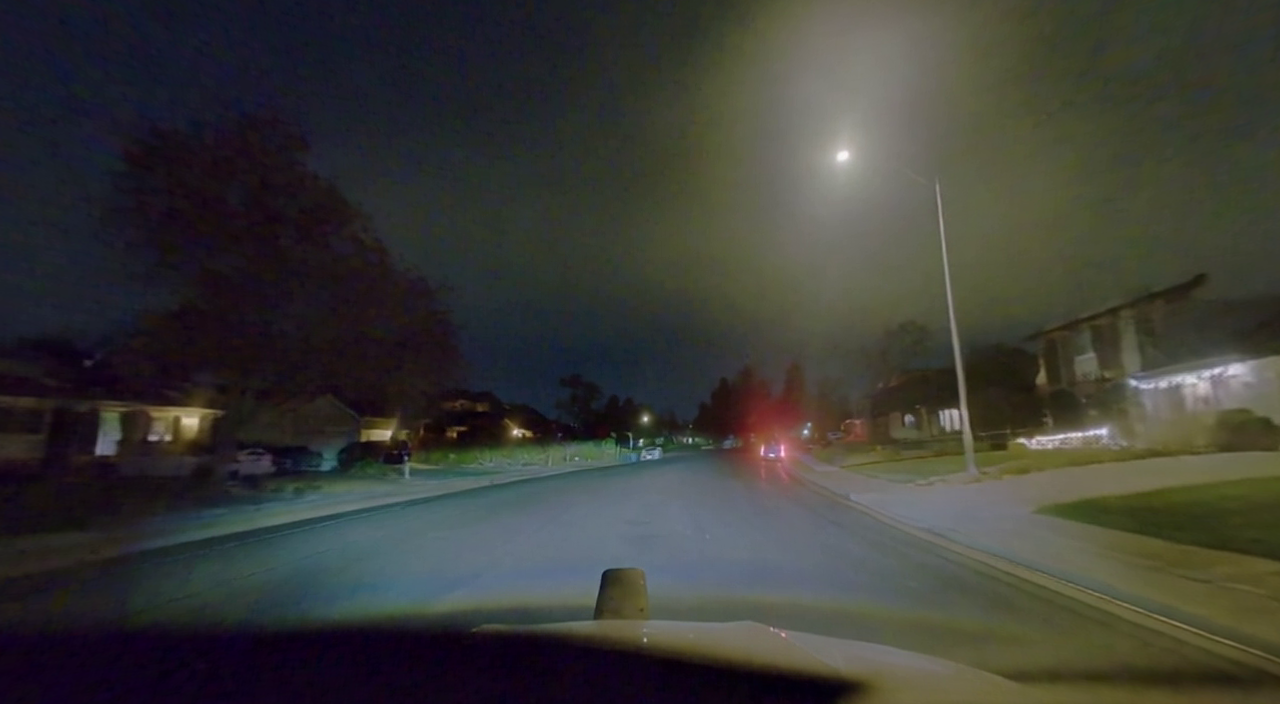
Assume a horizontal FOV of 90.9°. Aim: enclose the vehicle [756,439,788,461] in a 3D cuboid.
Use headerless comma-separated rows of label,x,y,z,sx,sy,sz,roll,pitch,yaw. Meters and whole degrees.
vehicle,9.621,7.095,45.683,2.129,1.490,4.369,-2,-9,12
